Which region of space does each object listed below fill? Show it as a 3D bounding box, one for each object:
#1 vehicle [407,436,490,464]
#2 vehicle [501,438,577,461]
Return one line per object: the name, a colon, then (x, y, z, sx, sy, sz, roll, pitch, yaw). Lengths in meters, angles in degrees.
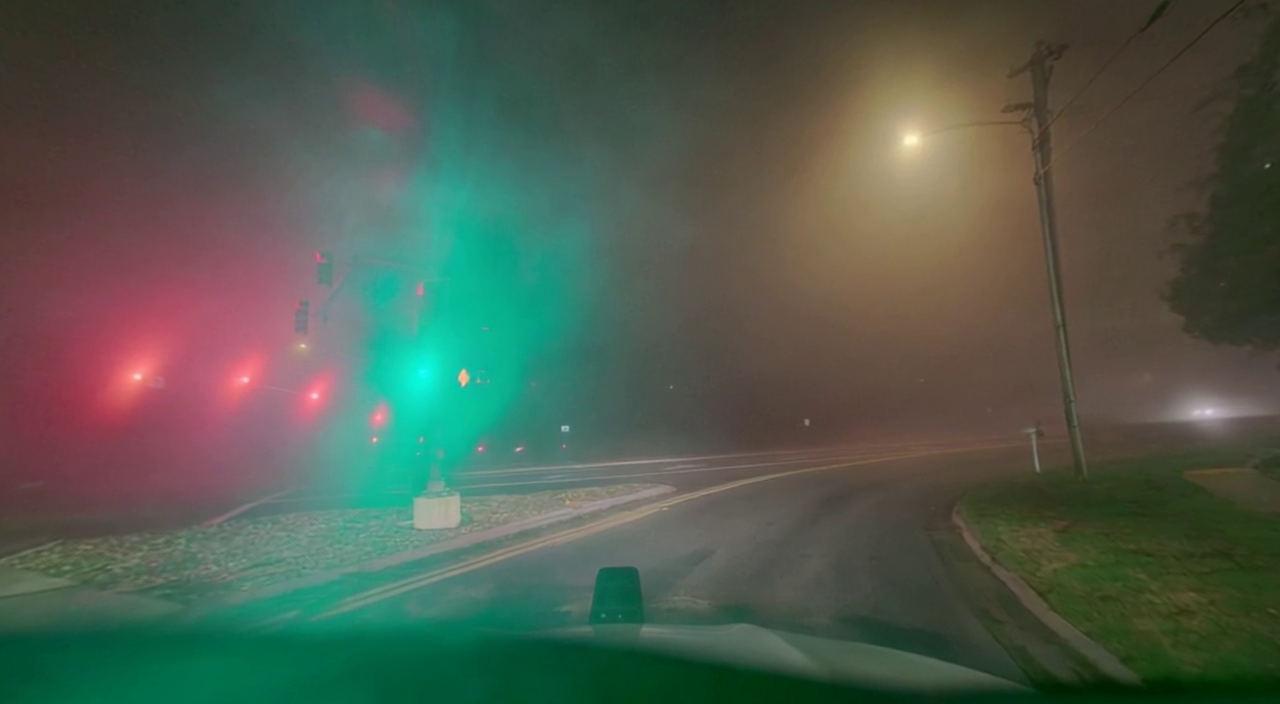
vehicle: (-12.706, 6.502, 41.875, 4.782, 1.776, 2.118, 6, -10, -35)
vehicle: (-6.552, 6.323, 40.901, 4.527, 1.444, 1.811, 6, -10, -36)
